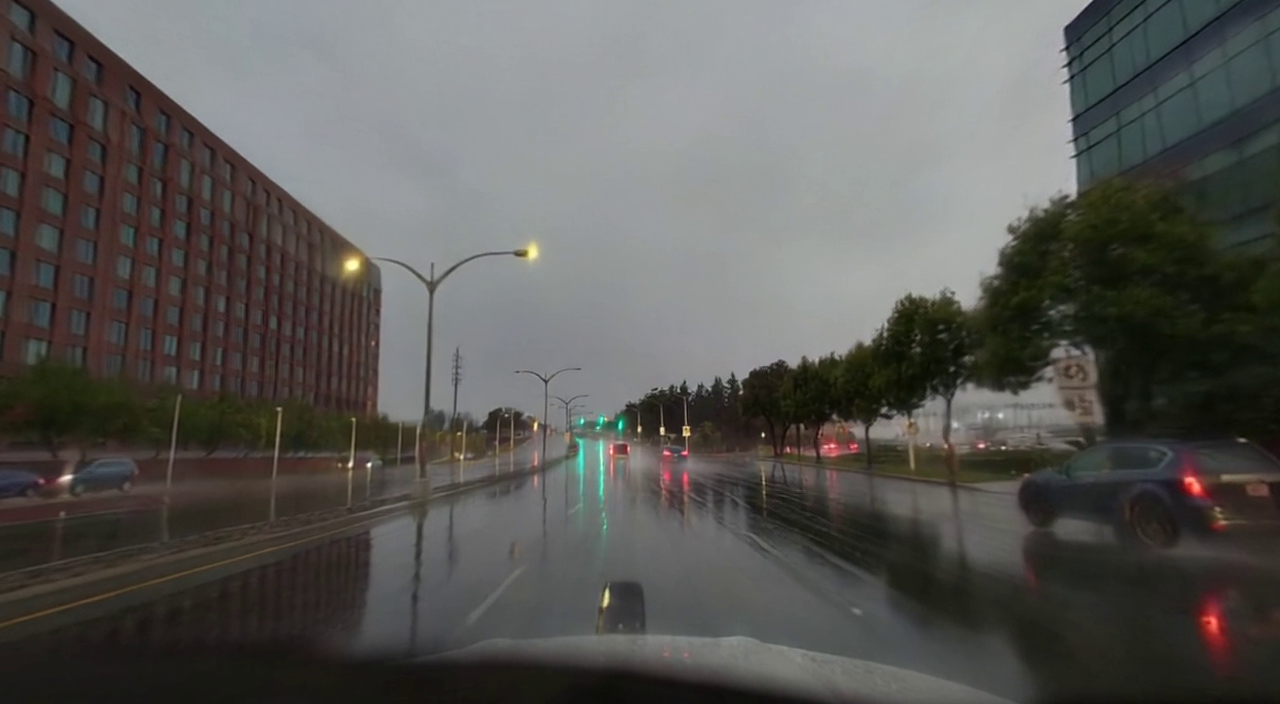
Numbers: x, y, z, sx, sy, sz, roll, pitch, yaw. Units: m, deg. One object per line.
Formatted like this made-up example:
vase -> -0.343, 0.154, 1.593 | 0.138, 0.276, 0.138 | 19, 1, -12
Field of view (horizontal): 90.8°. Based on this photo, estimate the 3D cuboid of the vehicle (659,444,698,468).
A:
vehicle -> 2.537, 6.991, 42.750 | 2.090, 1.506, 4.382 | 0, -8, -3

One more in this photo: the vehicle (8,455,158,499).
vehicle -> -29.631, 6.629, 34.045 | 2.474, 1.971, 6.358 | 0, -8, -2

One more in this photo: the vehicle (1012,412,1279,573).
vehicle -> 7.696, 1.862, 9.183 | 2.017, 1.743, 4.453 | -1, -8, 3
